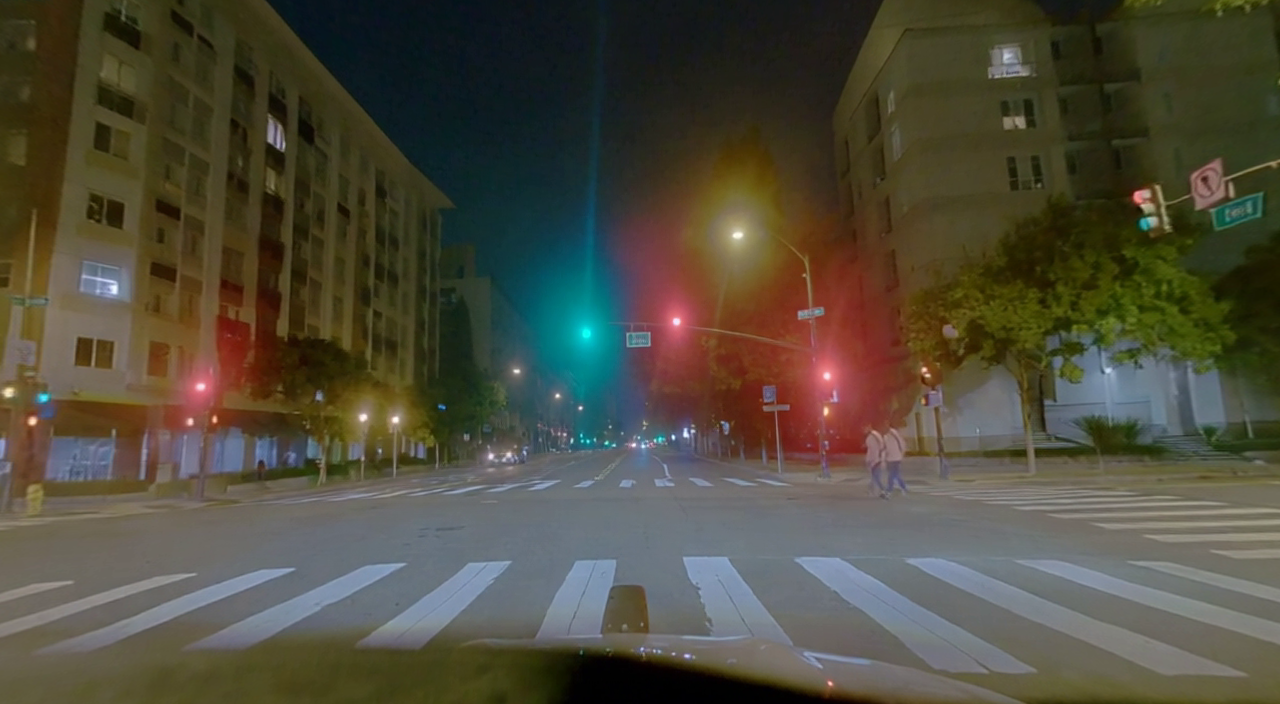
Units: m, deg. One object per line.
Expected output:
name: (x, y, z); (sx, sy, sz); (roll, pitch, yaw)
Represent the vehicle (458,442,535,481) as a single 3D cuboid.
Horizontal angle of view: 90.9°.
vehicle: (-5.887, 4.549, 26.485); (2.127, 1.473, 4.428); (0, -8, 1)
